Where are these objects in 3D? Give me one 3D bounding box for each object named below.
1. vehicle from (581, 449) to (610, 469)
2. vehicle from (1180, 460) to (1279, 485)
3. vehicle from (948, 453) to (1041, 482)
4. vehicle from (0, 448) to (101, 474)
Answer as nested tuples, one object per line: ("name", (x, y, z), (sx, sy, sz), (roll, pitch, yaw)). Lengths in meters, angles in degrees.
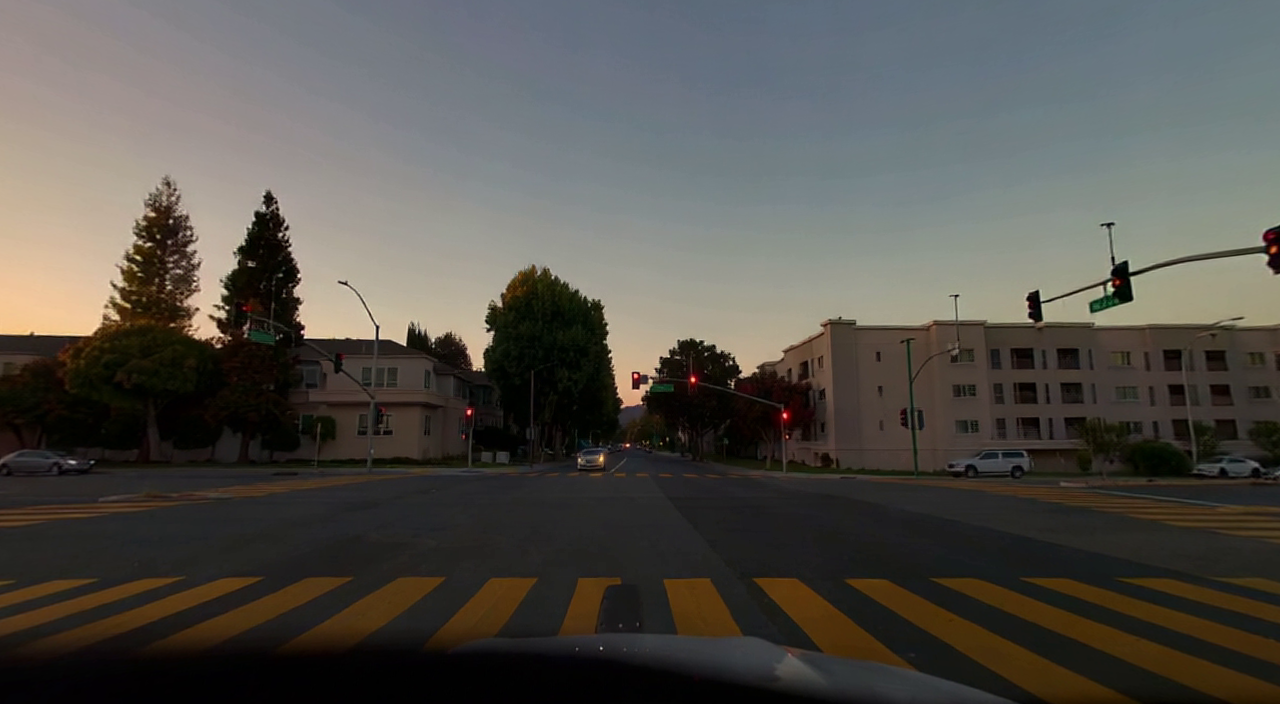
("vehicle", (-3.423, 8.353, 49.194), (1.908, 1.441, 4.142), (0, -8, 1))
("vehicle", (36.239, 7.307, 38.278), (4.976, 1.428, 1.929), (0, -8, -2))
("vehicle", (21.118, 6.870, 37.576), (4.447, 1.623, 1.801), (0, -9, -3))
("vehicle", (-35.116, 6.419, 37.201), (4.741, 1.447, 1.807), (0, -9, 0))
